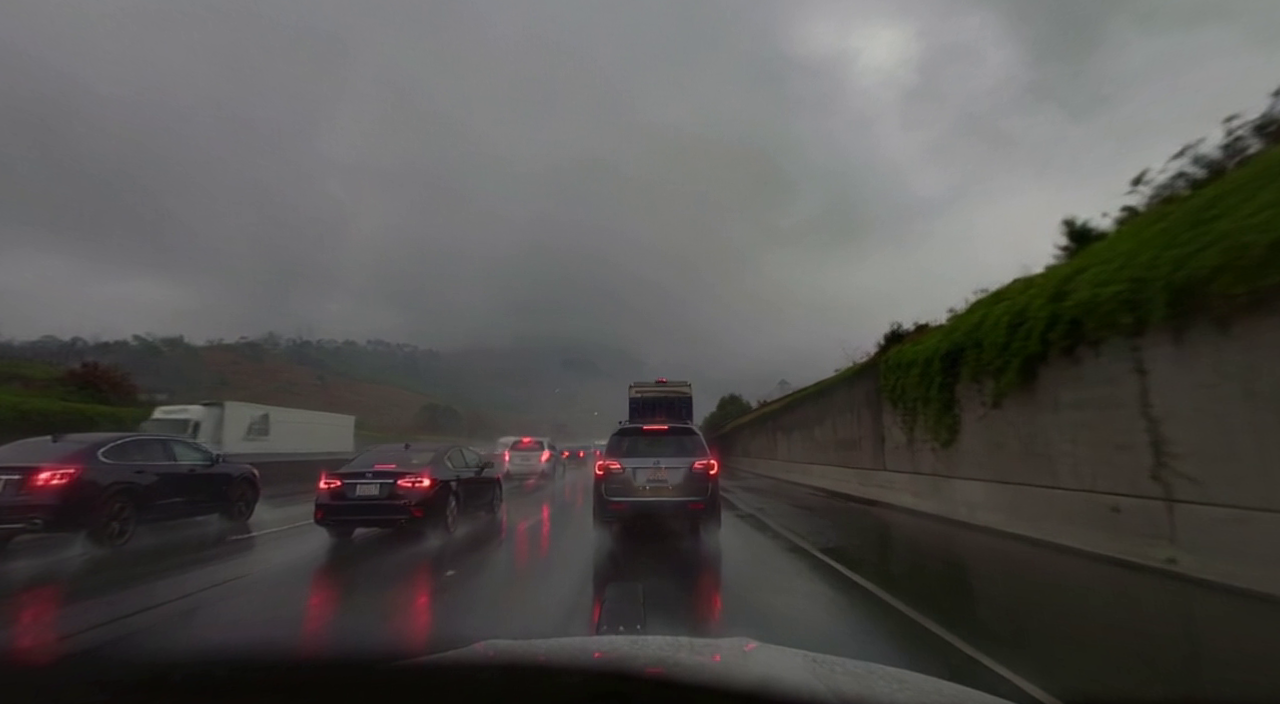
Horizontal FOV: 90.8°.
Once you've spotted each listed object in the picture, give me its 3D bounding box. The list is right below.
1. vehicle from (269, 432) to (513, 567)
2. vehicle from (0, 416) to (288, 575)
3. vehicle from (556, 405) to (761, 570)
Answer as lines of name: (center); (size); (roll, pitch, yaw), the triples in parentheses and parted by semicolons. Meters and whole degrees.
vehicle: (-3.242, 1.994, 9.230); (1.917, 1.506, 3.949); (0, -9, 1)
vehicle: (-7.464, 1.912, 9.170); (1.986, 1.700, 4.558); (0, -9, 1)
vehicle: (0.152, 1.875, 9.555); (2.210, 1.760, 5.303); (0, -9, -1)
